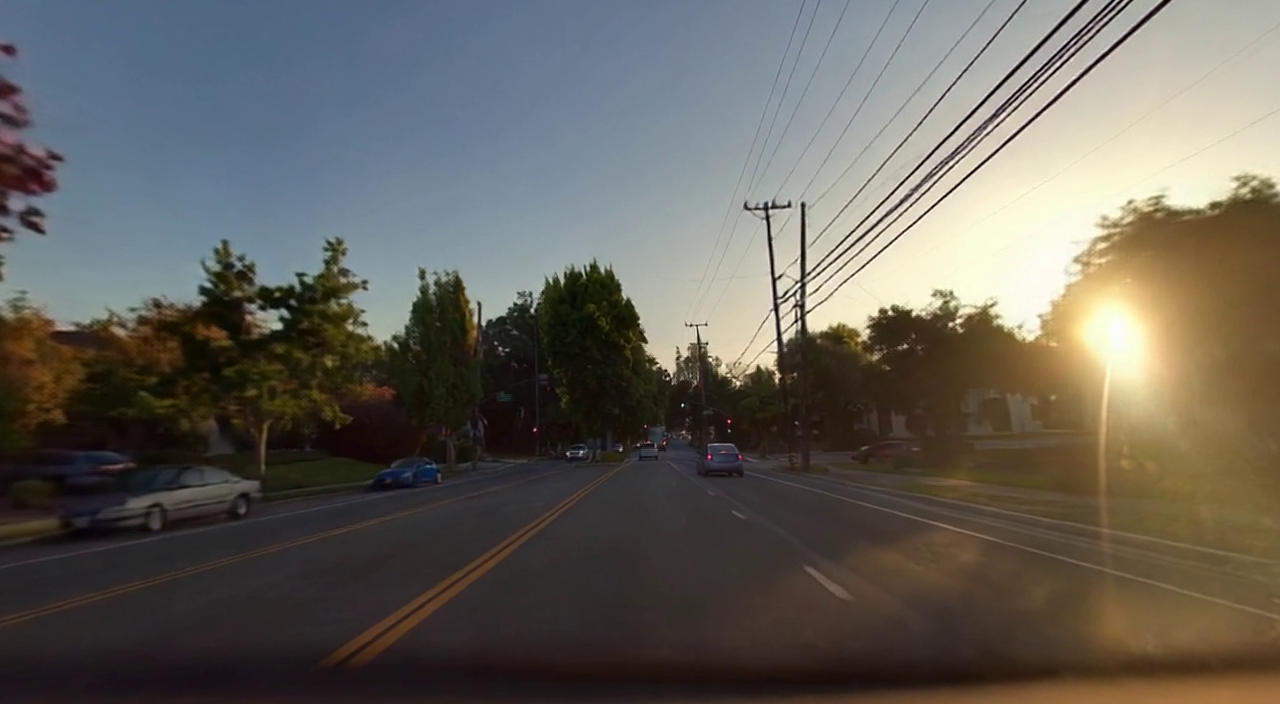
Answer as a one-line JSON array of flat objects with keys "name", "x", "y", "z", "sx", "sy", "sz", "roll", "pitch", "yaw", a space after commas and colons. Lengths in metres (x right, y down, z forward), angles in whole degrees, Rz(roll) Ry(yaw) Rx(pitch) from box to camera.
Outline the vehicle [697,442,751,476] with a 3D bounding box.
[{"name": "vehicle", "x": 3.932, "y": 5.078, "z": 30.160, "sx": 1.951, "sy": 1.479, "sz": 4.487, "roll": 0, "pitch": -8, "yaw": 0}]

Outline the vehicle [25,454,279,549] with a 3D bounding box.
[{"name": "vehicle", "x": -10.343, "y": 3.135, "z": 13.984, "sx": 1.927, "sy": 1.485, "sz": 4.702, "roll": -2, "pitch": -7, "yaw": 0}]

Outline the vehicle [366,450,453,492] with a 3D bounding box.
[{"name": "vehicle", "x": -9.877, "y": 5.112, "z": 27.445, "sx": 2.032, "sy": 1.452, "sz": 4.656, "roll": -2, "pitch": -7, "yaw": 0}]

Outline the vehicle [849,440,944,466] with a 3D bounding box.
[{"name": "vehicle", "x": 15.239, "y": 6.002, "z": 37.577, "sx": 4.838, "sy": 1.474, "sz": 1.873, "roll": 1, "pitch": -8, "yaw": -6}]
